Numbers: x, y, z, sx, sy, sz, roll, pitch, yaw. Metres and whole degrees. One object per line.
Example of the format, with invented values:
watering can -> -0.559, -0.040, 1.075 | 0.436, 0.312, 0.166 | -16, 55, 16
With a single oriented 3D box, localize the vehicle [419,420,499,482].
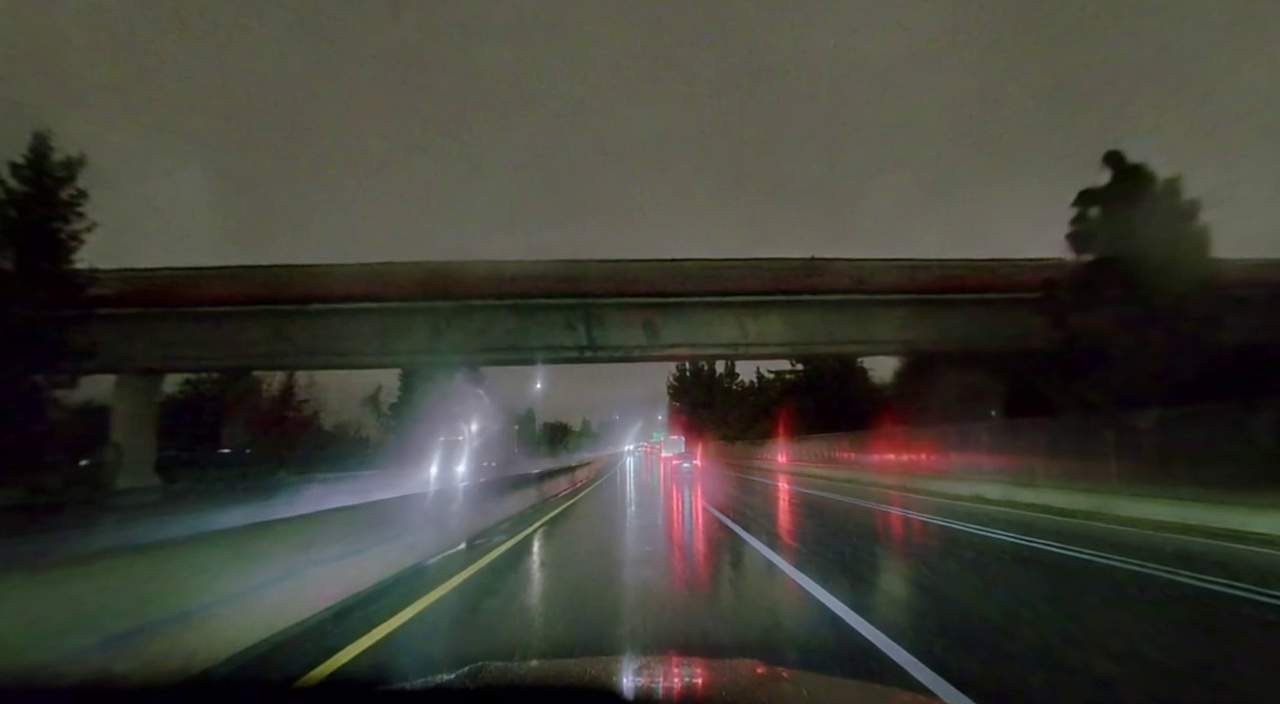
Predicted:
vehicle -> -13.107, 7.323, 46.797 | 3.038, 4.027, 9.826 | 0, -9, 0
